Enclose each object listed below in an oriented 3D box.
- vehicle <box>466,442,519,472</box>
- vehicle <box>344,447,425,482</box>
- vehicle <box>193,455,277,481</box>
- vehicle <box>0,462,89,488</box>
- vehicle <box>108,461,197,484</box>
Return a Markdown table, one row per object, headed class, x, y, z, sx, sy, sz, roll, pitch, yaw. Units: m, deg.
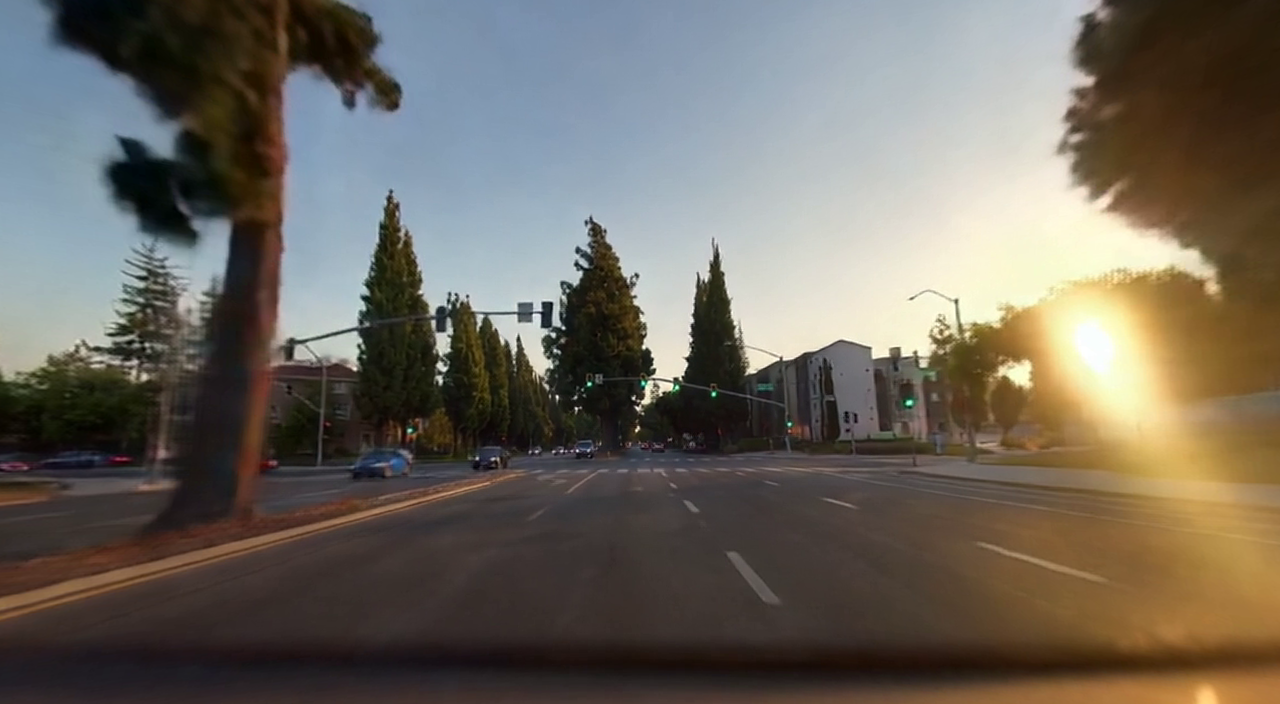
| class | x | y | z | sx | sy | sz | roll | pitch | yaw |
| --- | --- | --- | --- | --- | --- | --- | --- | --- | --- |
| vehicle | -8.895 | 6.365 | 38.502 | 2.140 | 1.685 | 4.571 | 0 | -8 | 0 |
| vehicle | -11.990 | 5.280 | 29.995 | 1.952 | 1.478 | 4.521 | 0 | -8 | 0 |
| vehicle | -26.207 | 7.492 | 40.919 | 4.464 | 1.599 | 2.014 | -3 | -9 | 15 |
| vehicle | -39.880 | 8.221 | 42.277 | 4.110 | 1.576 | 1.853 | 0 | -8 | 0 |
| vehicle | -32.424 | 8.007 | 42.086 | 4.528 | 1.451 | 1.844 | -1 | -8 | 4 |
